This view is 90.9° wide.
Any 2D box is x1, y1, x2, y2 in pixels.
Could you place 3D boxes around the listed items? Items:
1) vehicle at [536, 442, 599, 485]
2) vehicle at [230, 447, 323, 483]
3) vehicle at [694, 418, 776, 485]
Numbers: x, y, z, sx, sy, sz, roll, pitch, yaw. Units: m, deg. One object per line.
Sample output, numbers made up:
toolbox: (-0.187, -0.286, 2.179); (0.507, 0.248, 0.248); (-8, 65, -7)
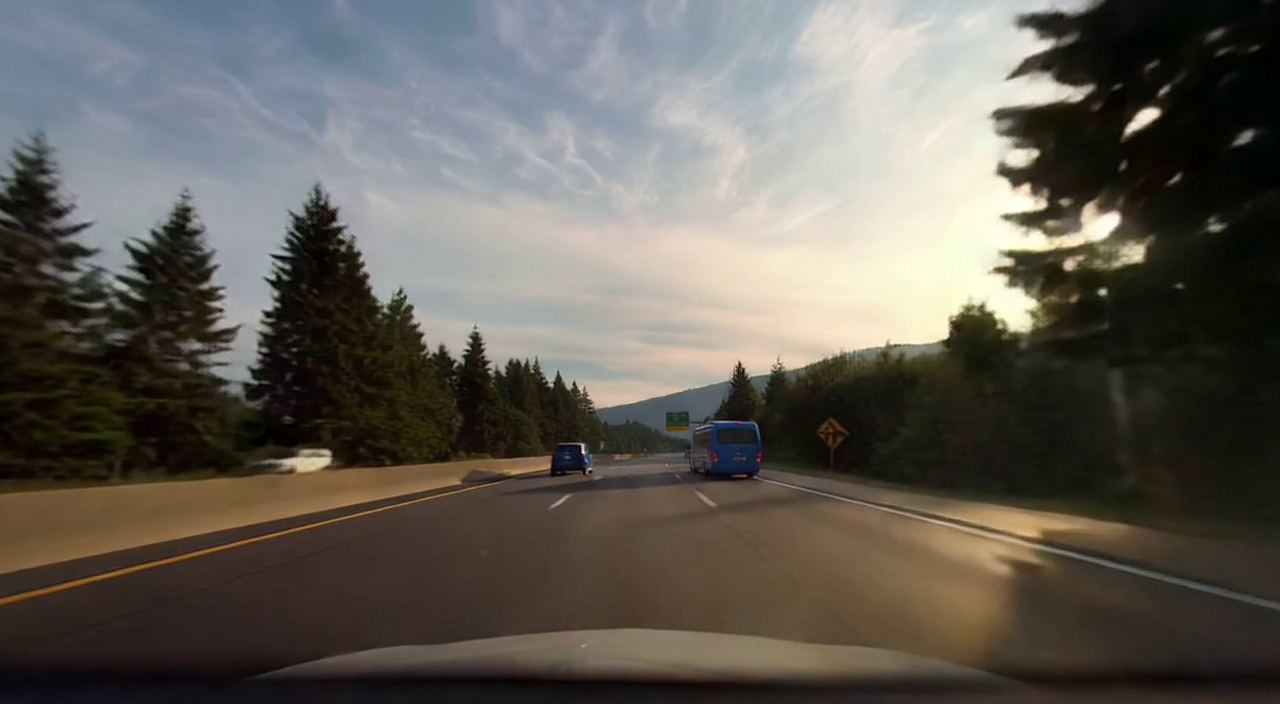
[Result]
vehicle: (-2.938, 4.664, 26.677); (2.020, 1.619, 4.690); (0, -9, 1)
vehicle: (-20.808, 6.469, 36.390); (2.260, 1.868, 5.177); (0, -9, 0)
vehicle: (4.040, 4.464, 28.330); (2.614, 2.655, 6.429); (0, -9, -1)
